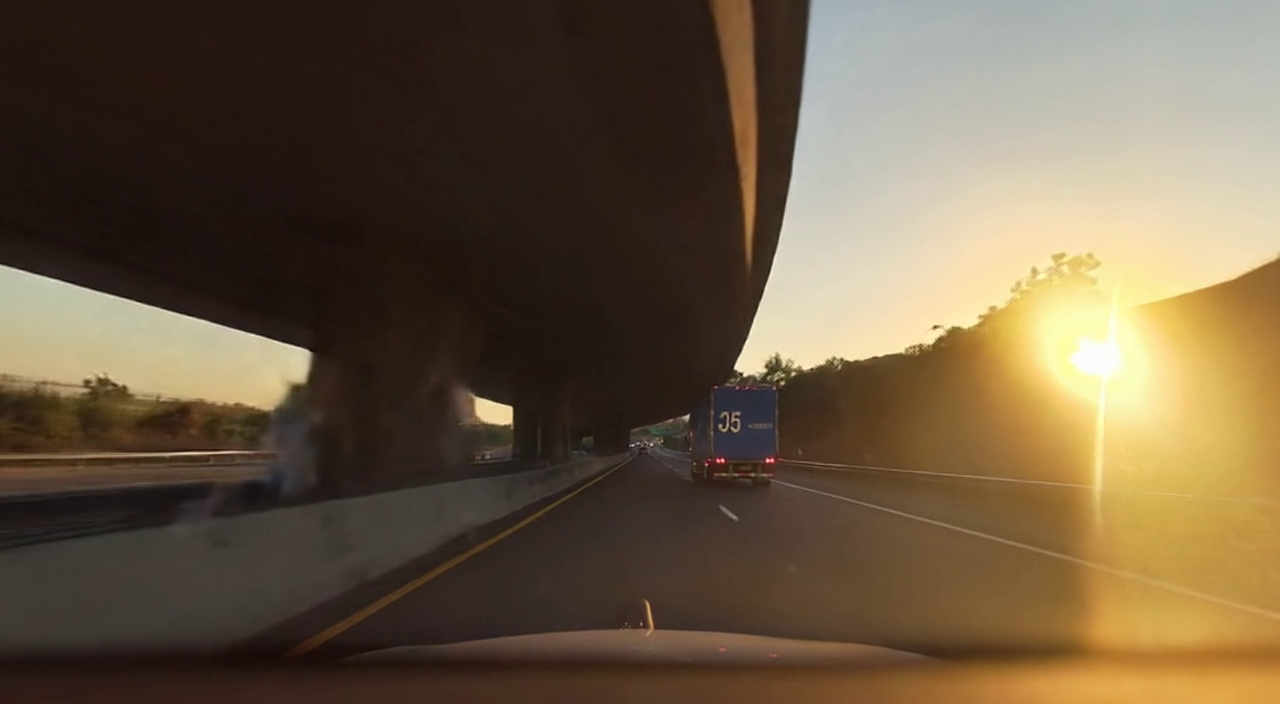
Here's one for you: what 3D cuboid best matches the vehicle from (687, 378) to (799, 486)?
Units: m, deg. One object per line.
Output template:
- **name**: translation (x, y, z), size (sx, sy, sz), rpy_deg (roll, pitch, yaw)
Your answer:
- **vehicle**: translation (3.939, 3.535, 26.995), size (3.107, 3.718, 10.231), rpy_deg (0, -9, 0)
